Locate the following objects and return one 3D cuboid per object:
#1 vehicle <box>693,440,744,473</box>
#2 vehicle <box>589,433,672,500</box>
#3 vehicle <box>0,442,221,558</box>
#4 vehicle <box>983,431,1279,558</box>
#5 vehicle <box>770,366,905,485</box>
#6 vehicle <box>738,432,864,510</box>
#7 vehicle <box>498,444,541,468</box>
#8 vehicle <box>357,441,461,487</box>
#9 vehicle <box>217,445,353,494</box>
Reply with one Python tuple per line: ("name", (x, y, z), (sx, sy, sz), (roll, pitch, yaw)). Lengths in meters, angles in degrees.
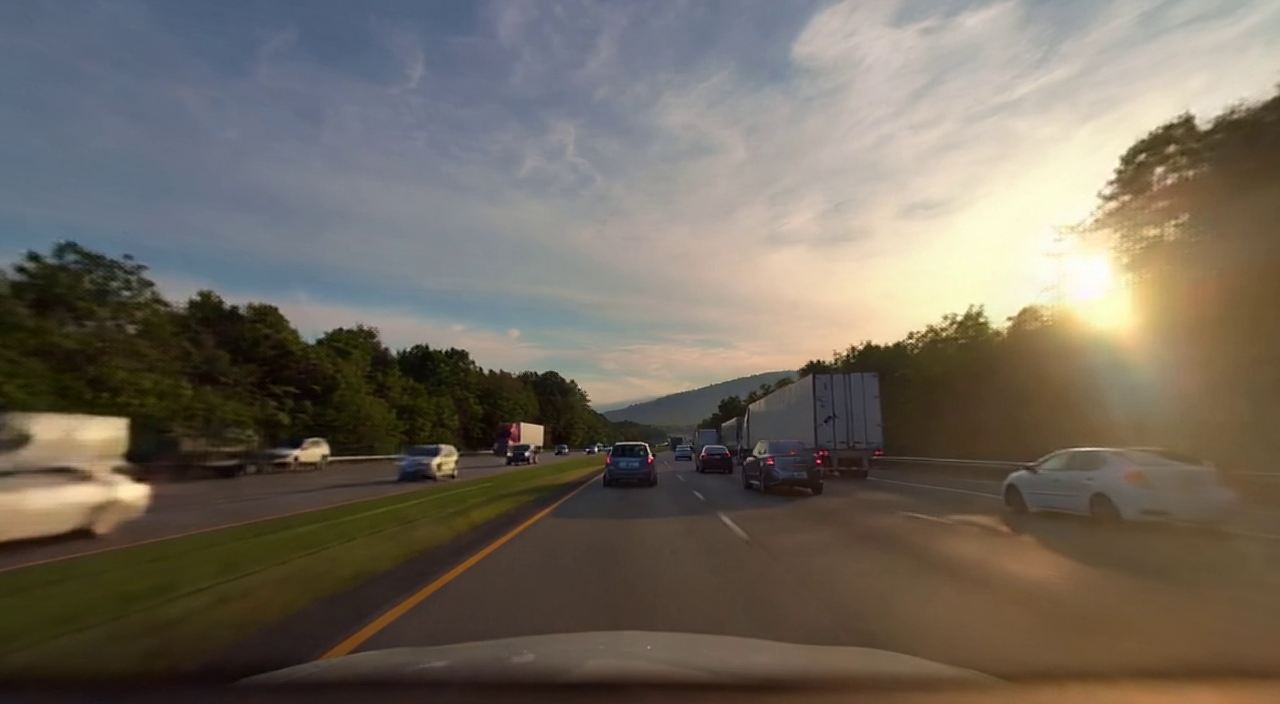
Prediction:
("vehicle", (4.090, 5.545, 33.699), (2.150, 1.632, 4.260), (0, -9, 0))
("vehicle", (-0.202, 3.074, 17.208), (2.023, 1.618, 3.628), (0, -9, 1))
("vehicle", (-9.280, 2.205, 10.014), (2.053, 1.476, 4.544), (0, -9, 1))
("vehicle", (7.329, 1.989, 9.504), (1.951, 1.467, 4.173), (0, -9, 0))
("vehicle", (7.666, 3.152, 25.993), (2.823, 4.063, 8.485), (0, -9, 1))
("vehicle", (3.624, 2.752, 15.003), (1.920, 1.594, 3.867), (0, -9, -1))
("vehicle", (-8.261, 7.151, 43.577), (1.976, 1.549, 4.303), (0, -9, 1))
("vehicle", (-8.147, 3.993, 22.735), (2.106, 1.494, 4.170), (0, -9, 1))
("vehicle", (-12.004, 3.995, 21.795), (1.908, 1.478, 4.690), (0, -9, 1))
